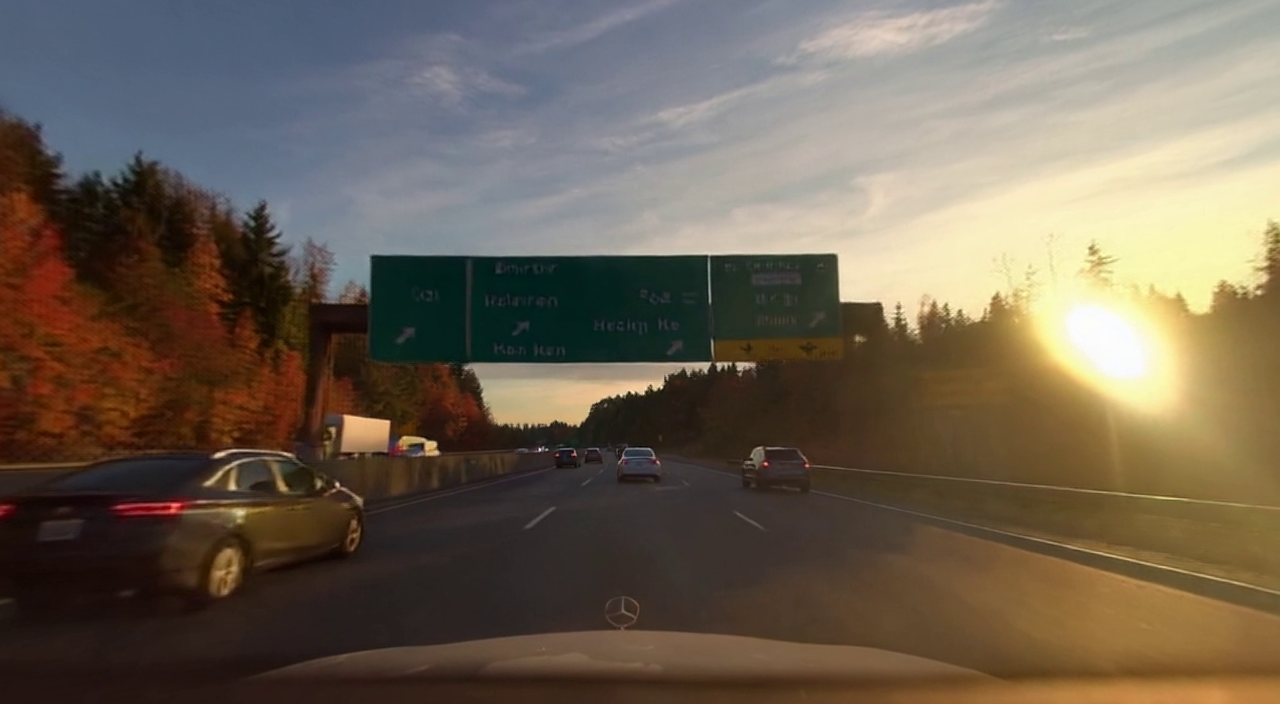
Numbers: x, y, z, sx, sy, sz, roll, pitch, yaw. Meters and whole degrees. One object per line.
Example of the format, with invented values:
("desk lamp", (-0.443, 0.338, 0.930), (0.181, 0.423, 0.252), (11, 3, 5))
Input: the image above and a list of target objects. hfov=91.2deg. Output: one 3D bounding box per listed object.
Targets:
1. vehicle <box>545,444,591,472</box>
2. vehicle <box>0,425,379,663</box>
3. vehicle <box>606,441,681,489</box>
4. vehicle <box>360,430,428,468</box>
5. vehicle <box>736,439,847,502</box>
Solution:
("vehicle", (-4.659, 6.912, 41.087), (2.545, 1.679, 4.267), (0, -9, 0))
("vehicle", (-4.394, 1.516, 6.030), (2.017, 1.469, 4.113), (0, -9, -1))
("vehicle", (0.094, 4.308, 24.297), (2.634, 1.679, 4.070), (0, -9, -1))
("vehicle", (-18.291, 7.261, 47.015), (2.331, 2.589, 6.819), (0, -9, 0))
("vehicle", (4.186, 3.350, 18.176), (2.035, 1.571, 4.413), (0, -9, -1))
